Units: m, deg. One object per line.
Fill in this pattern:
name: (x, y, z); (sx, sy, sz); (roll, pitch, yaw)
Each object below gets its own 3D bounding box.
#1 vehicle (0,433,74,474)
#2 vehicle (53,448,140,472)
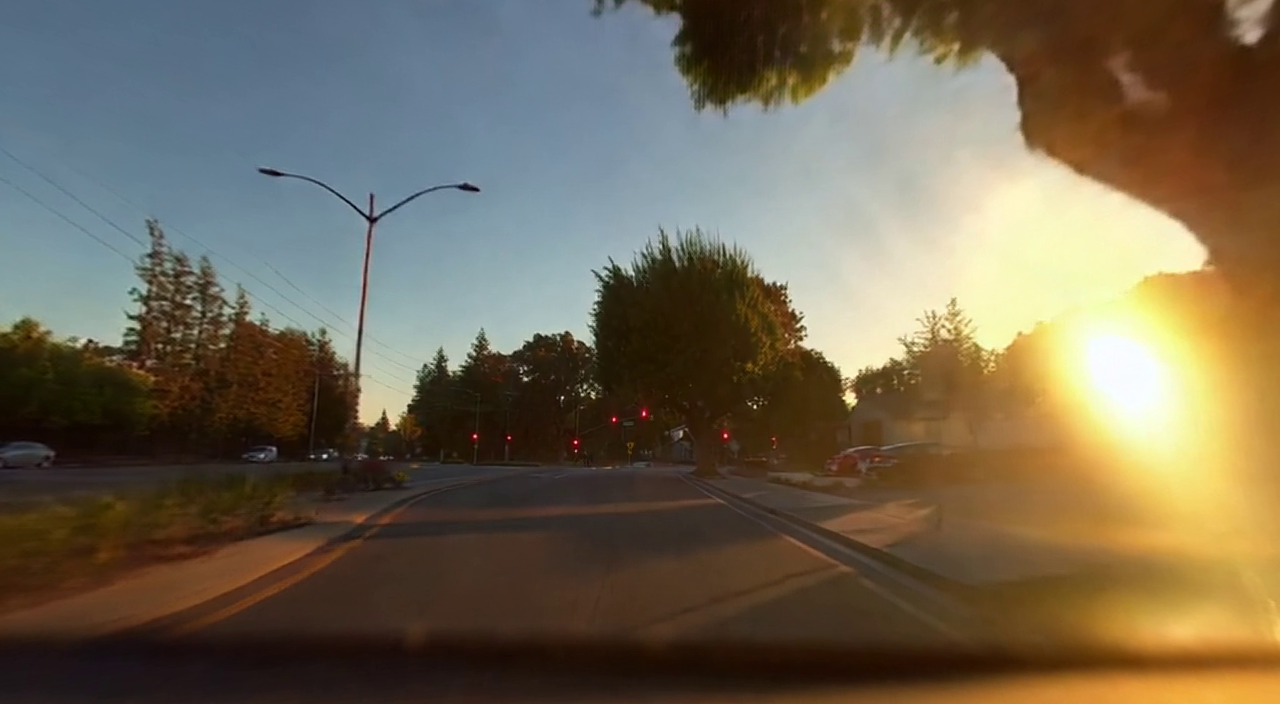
vehicle: (-34.472, 5.507, 34.267); (2.281, 2.125, 5.526); (0, -9, -1)
vehicle: (-34.818, 6.927, 40.551); (1.839, 1.435, 4.271); (0, -9, -1)
